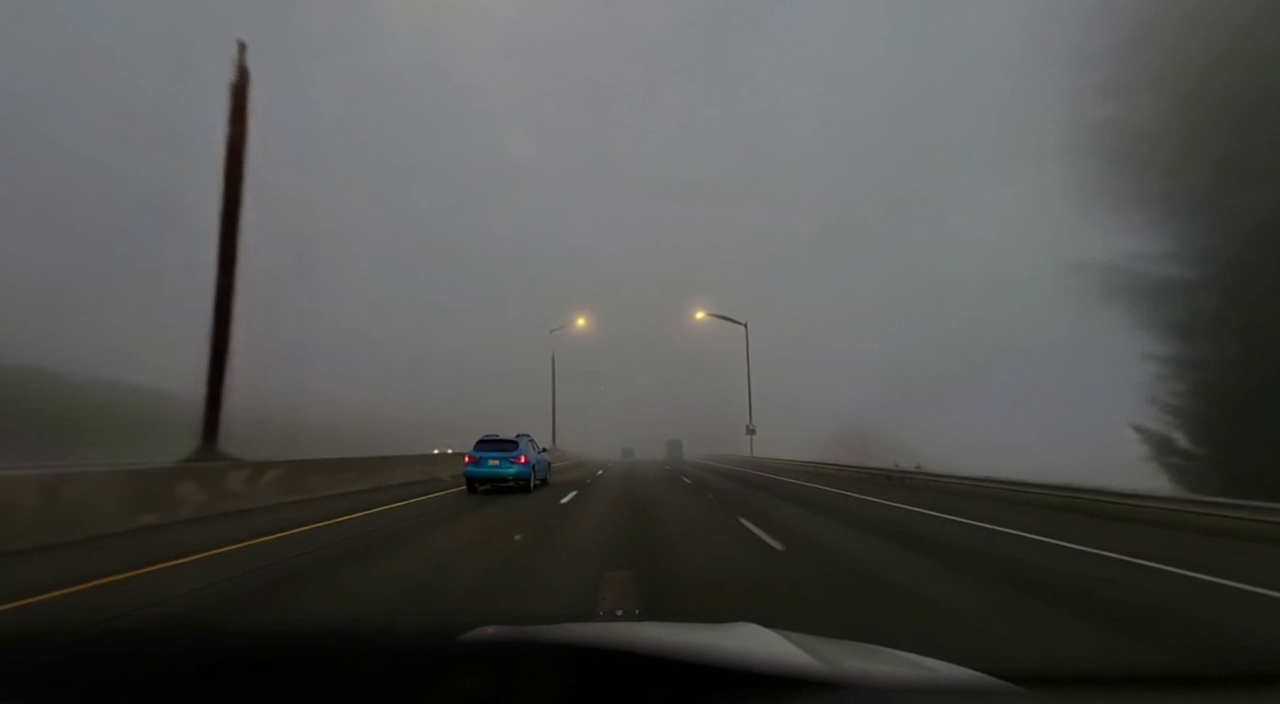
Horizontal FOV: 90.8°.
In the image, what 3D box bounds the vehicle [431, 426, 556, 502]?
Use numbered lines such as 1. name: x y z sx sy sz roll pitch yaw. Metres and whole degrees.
1. vehicle: -3.811 3.041 17.534 2.205 1.773 5.124 0 -9 0
